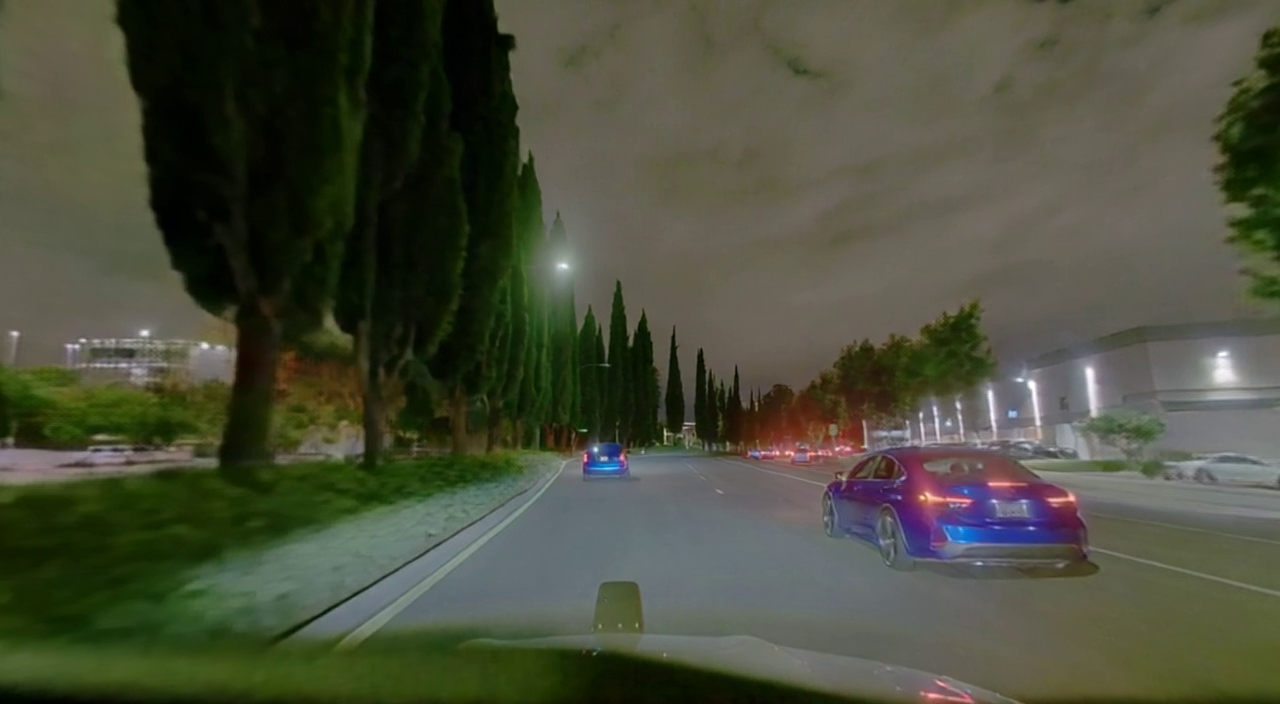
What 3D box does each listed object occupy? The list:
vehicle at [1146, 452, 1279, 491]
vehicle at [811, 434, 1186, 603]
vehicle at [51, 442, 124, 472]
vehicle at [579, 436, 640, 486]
[{"bbox_3d":[22.911,4.667,25.030,1.666,1.358,4.131,2,-9,-16],"label":"vehicle"},{"bbox_3d":[3.665,1.748,7.626,1.918,1.418,4.360,0,-8,-1],"label":"vehicle"},{"bbox_3d":[-38.604,7.303,44.283,2.113,1.937,4.491,3,-9,-18],"label":"vehicle"},{"bbox_3d":[-1.176,4.065,23.845,2.085,1.693,4.301,0,-8,-3],"label":"vehicle"}]
